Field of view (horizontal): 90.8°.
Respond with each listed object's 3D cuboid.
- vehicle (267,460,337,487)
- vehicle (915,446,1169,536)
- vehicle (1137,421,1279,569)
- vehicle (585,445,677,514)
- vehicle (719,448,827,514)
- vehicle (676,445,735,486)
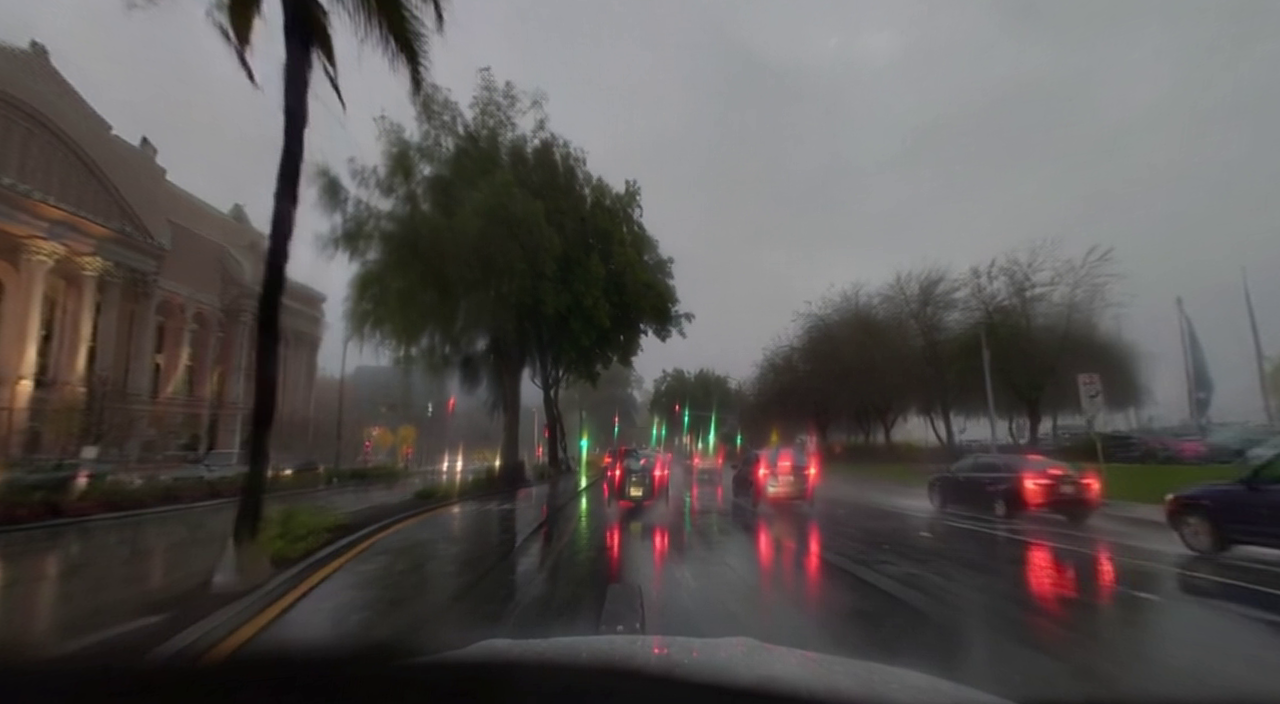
[{"bbox_3d":[-21.001,7.539,39.456,1.935,1.479,4.453,0,-9,-1],"label":"vehicle"},{"bbox_3d":[8.166,2.813,13.606,1.970,1.559,4.911,1,-9,-5],"label":"vehicle"},{"bbox_3d":[8.531,1.635,7.092,1.994,1.715,4.777,0,-9,0],"label":"vehicle"},{"bbox_3d":[-0.227,3.124,15.930,2.050,1.521,3.747,0,-9,-1],"label":"vehicle"},{"bbox_3d":[3.308,3.282,16.609,1.833,1.465,4.258,0,-9,-1],"label":"vehicle"},{"bbox_3d":[3.235,5.829,33.021,2.127,1.854,7.971,0,-9,-1],"label":"vehicle"}]
